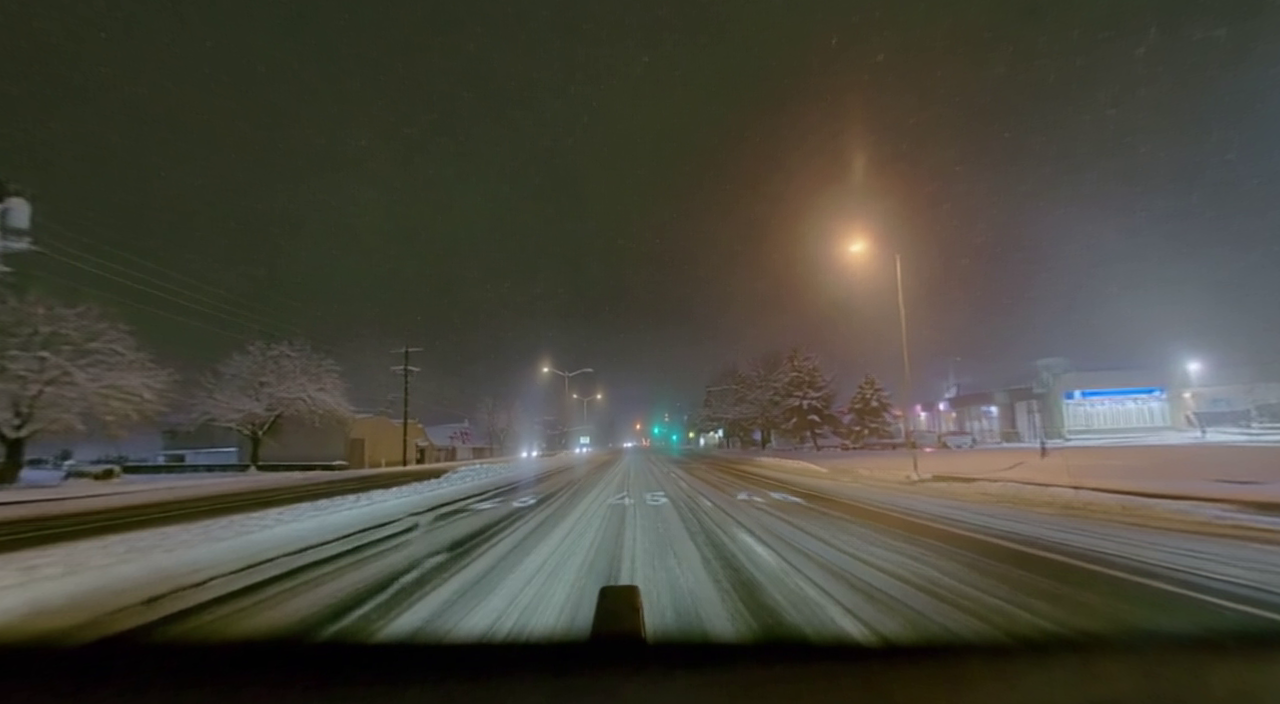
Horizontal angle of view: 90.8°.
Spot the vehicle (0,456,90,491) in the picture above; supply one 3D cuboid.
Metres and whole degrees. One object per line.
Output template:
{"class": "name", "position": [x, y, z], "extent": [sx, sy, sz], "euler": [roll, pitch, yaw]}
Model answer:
{"class": "vehicle", "position": [-38.175, 7.668, 40.218], "extent": [2.005, 1.915, 5.056], "euler": [0, -8, -4]}

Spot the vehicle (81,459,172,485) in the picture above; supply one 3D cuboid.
{"class": "vehicle", "position": [-32.992, 7.708, 40.805], "extent": [1.809, 1.448, 4.747], "euler": [-1, -8, 2]}
